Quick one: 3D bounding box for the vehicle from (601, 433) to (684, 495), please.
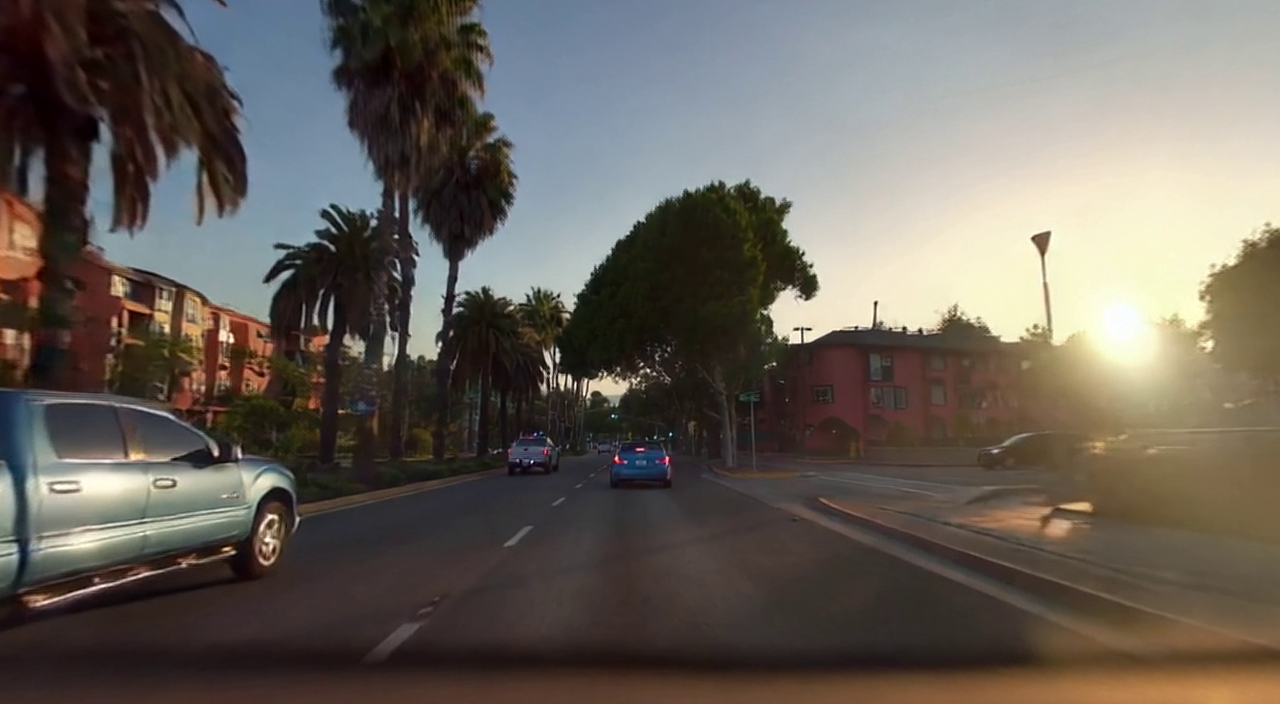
[{"bbox_3d":[-0.002,3.187,18.324,2.122,1.562,4.152,0,-8,-2],"label":"vehicle"}]

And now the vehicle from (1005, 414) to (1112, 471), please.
[{"bbox_3d":[32.576,7.070,49.068,5.858,4.169,3.001,-1,-9,1],"label":"vehicle"}]

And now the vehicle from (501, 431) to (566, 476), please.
[{"bbox_3d":[-5.304,5.129,32.244,2.447,2.062,5.911,0,-8,-2],"label":"vehicle"}]

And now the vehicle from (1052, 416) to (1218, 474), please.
[{"bbox_3d":[38.472,7.208,49.082,10.136,4.260,3.014,0,-8,1],"label":"vehicle"}]

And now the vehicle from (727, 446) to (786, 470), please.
[{"bbox_3d":[6.452,5.790,34.388,2.949,1.209,3.070,-2,-8,14],"label":"vehicle"}]

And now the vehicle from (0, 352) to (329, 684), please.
[{"bbox_3d":[-4.813,1.075,4.421,2.187,1.904,6.103,0,-8,-1],"label":"vehicle"}]
